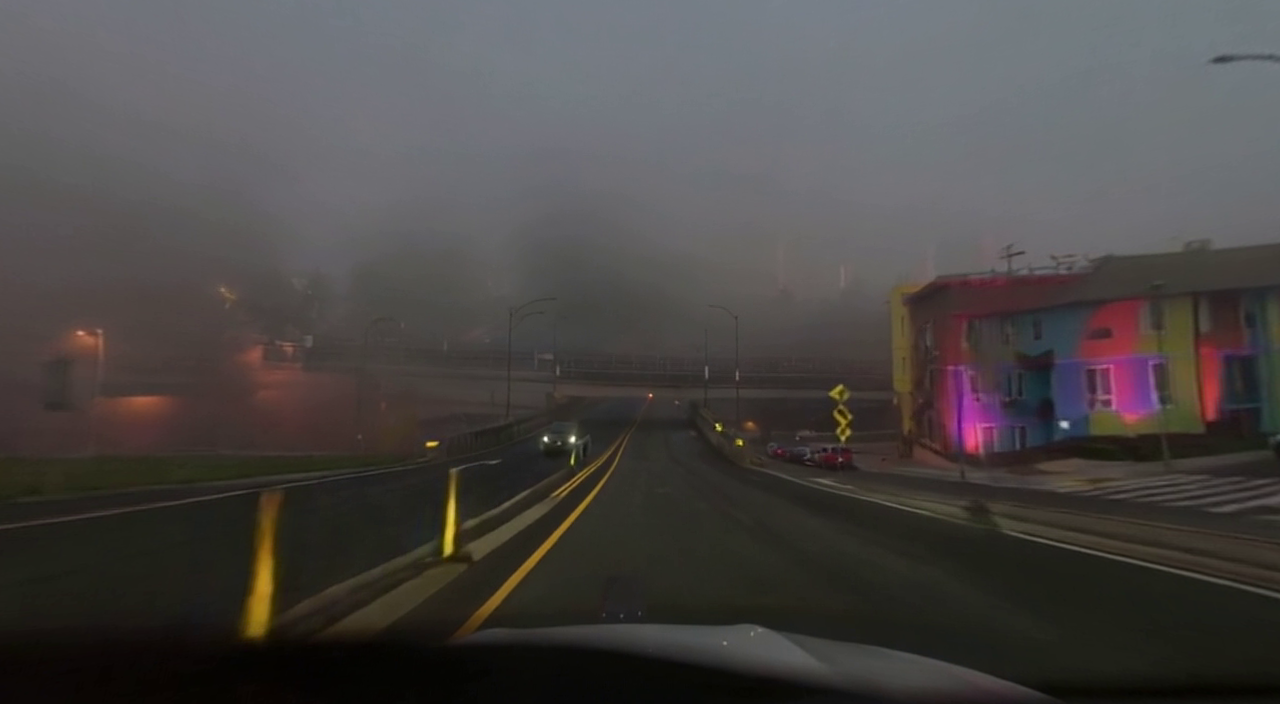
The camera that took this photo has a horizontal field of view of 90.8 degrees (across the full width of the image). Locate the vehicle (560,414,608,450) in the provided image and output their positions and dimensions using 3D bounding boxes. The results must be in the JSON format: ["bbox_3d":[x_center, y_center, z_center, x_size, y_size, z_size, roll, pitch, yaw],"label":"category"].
[{"bbox_3d":[-2.982,4.404,34.598,2.109,1.848,4.338,1,-8,1],"label":"vehicle"}]

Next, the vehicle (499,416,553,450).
[{"bbox_3d":[-6.346,4.589,35.621,2.175,1.771,4.352,1,-8,1],"label":"vehicle"}]

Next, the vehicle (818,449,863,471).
[{"bbox_3d":[14.408,7.766,45.648,1.809,1.497,3.837,0,-8,-3],"label":"vehicle"}]
